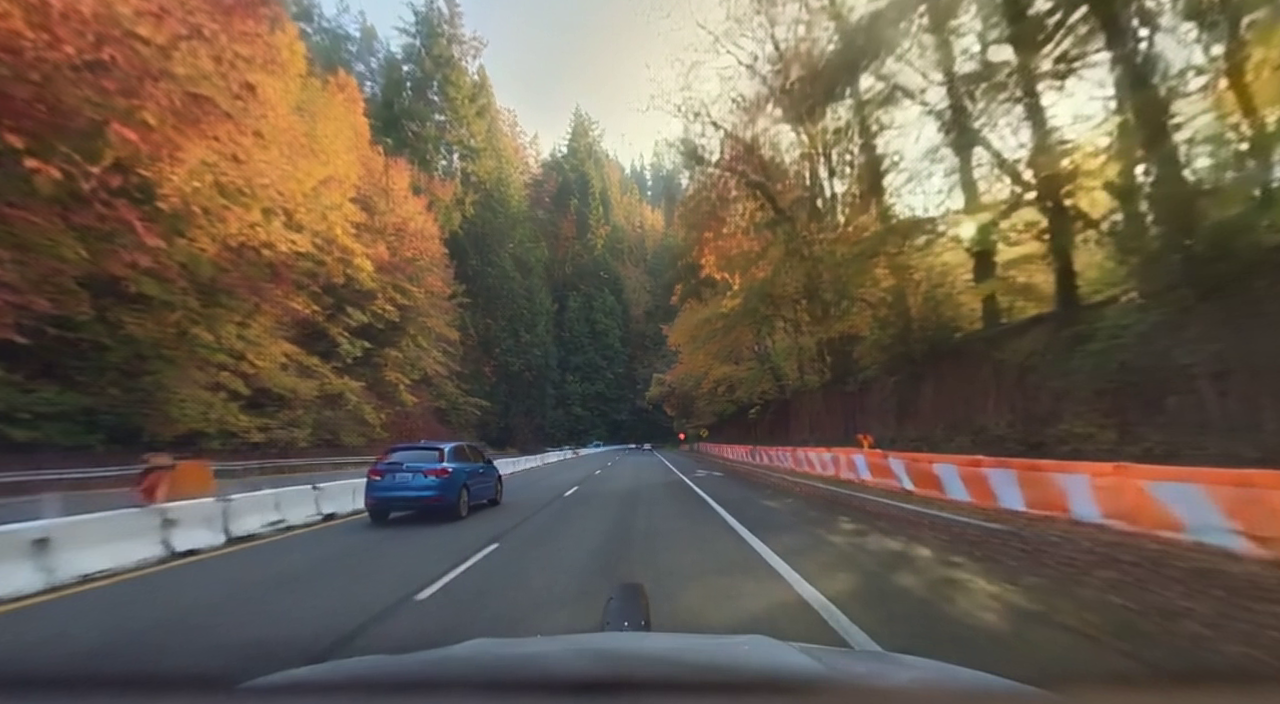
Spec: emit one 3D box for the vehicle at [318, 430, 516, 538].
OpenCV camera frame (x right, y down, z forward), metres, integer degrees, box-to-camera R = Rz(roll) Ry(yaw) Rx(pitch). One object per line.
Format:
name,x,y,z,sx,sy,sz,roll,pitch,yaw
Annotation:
vehicle,-3.569,2.167,10.985,1.902,1.505,4.016,0,-8,1
